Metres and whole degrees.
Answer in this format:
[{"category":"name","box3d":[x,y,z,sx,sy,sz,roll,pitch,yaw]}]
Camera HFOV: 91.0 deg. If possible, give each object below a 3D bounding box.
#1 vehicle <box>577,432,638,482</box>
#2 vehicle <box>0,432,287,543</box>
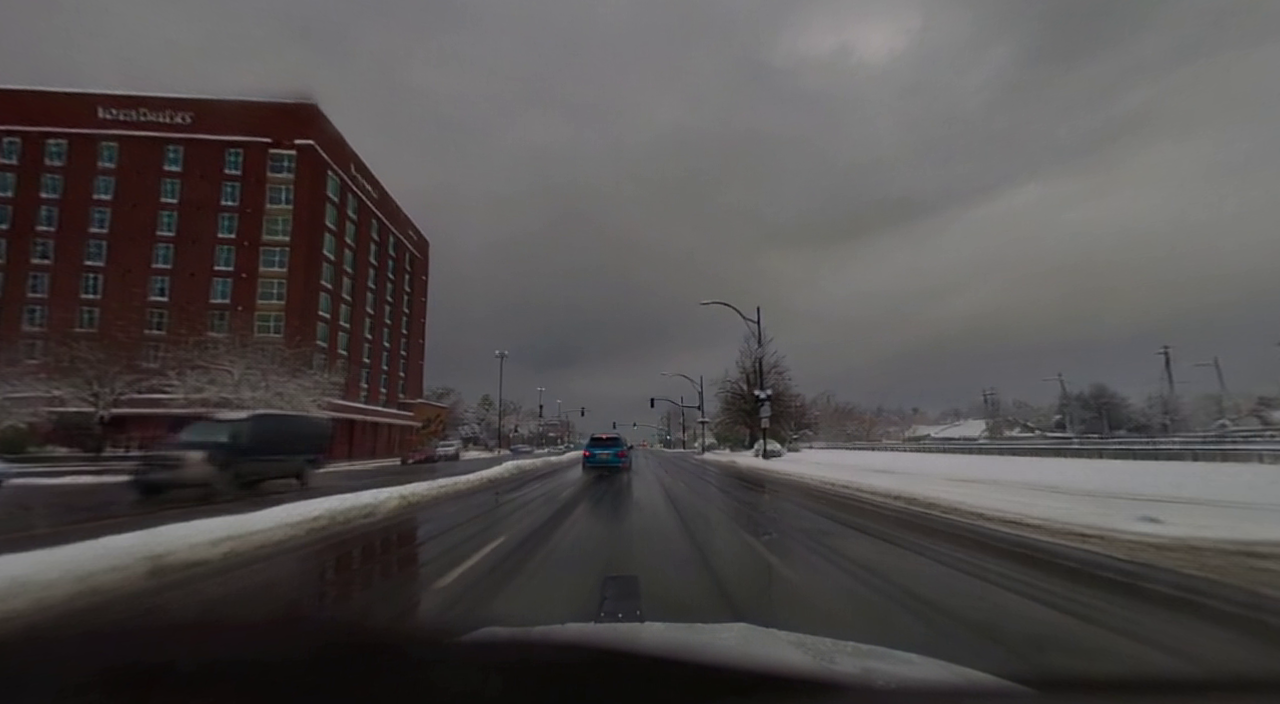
[{"category":"vehicle","box3d":[-1.147,3.989,24.085,2.080,1.722,3.766,0,-8,0]},{"category":"vehicle","box3d":[-8.098,2.153,10.653,1.899,1.495,4.093,0,-8,-1]}]
